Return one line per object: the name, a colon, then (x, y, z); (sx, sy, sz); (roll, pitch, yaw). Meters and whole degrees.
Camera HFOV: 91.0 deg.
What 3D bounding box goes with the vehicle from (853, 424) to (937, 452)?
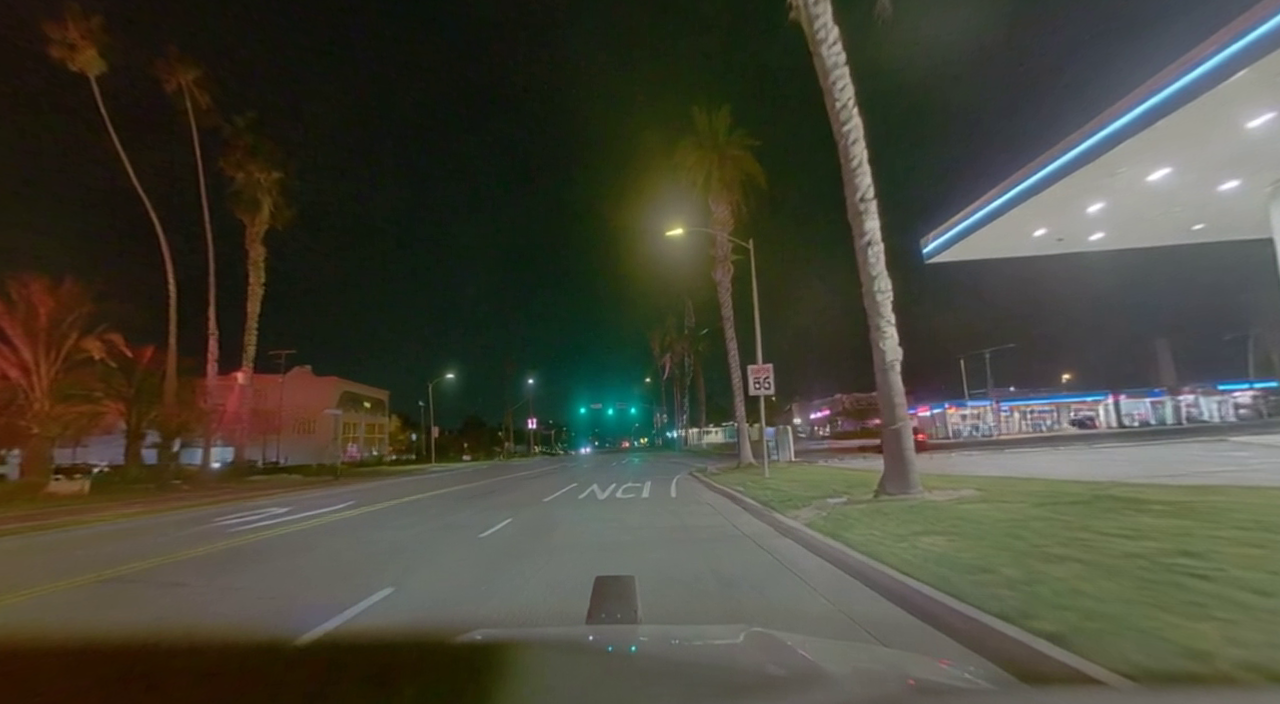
vehicle: (16.718, 5.686, 41.423); (4.640, 1.800, 2.026); (0, -9, -2)
